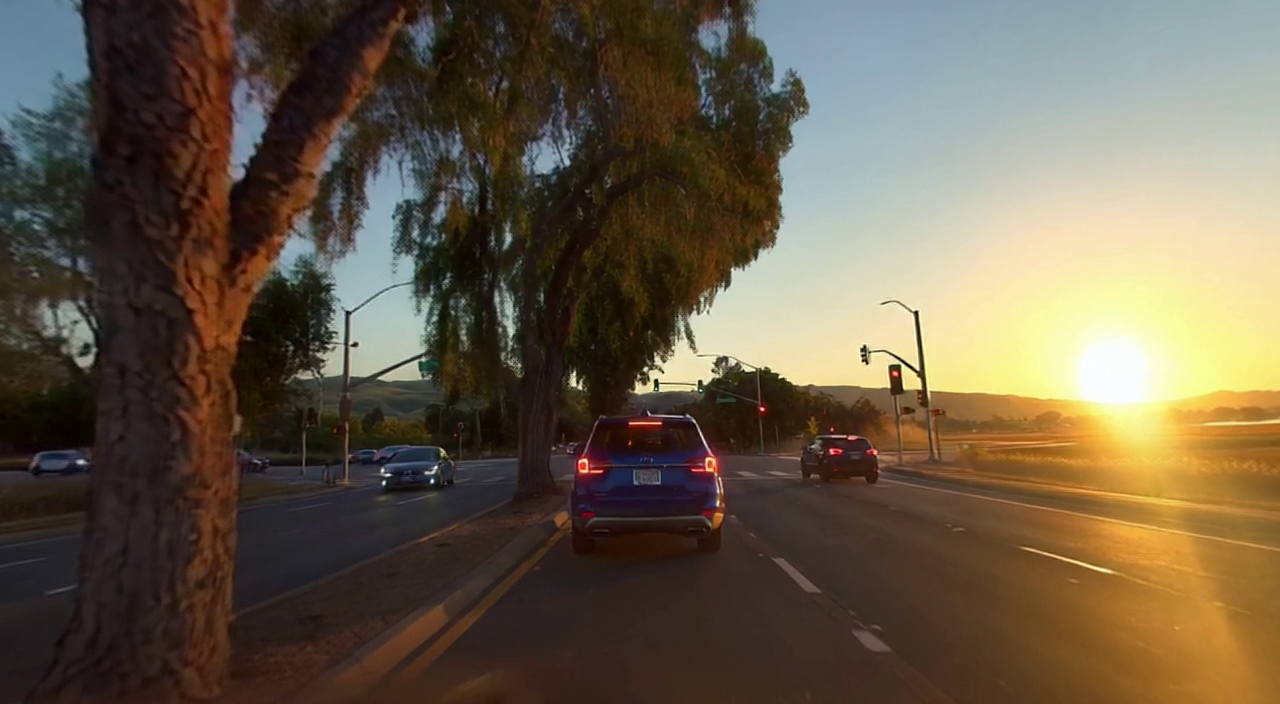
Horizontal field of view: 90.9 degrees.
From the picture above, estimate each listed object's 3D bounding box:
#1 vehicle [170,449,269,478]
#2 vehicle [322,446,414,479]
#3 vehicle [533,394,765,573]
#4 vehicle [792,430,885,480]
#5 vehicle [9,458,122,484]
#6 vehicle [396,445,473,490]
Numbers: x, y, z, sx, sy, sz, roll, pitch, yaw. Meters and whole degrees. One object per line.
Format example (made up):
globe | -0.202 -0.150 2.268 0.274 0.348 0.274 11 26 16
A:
vehicle | -25.344 6.721 38.063 4.608 1.680 2.026 -1 -8 5
vehicle | -14.632 5.888 33.890 4.510 1.606 2.192 -5 -10 29
vehicle | 0.081 1.615 8.425 2.298 1.770 4.138 0 -8 0
vehicle | 7.162 3.770 23.280 2.012 1.636 4.352 0 -8 0
vehicle | -34.044 7.043 37.470 4.559 1.458 2.265 0 -8 1
vehicle | -7.699 4.235 23.623 2.425 1.480 4.707 3 -9 -18
